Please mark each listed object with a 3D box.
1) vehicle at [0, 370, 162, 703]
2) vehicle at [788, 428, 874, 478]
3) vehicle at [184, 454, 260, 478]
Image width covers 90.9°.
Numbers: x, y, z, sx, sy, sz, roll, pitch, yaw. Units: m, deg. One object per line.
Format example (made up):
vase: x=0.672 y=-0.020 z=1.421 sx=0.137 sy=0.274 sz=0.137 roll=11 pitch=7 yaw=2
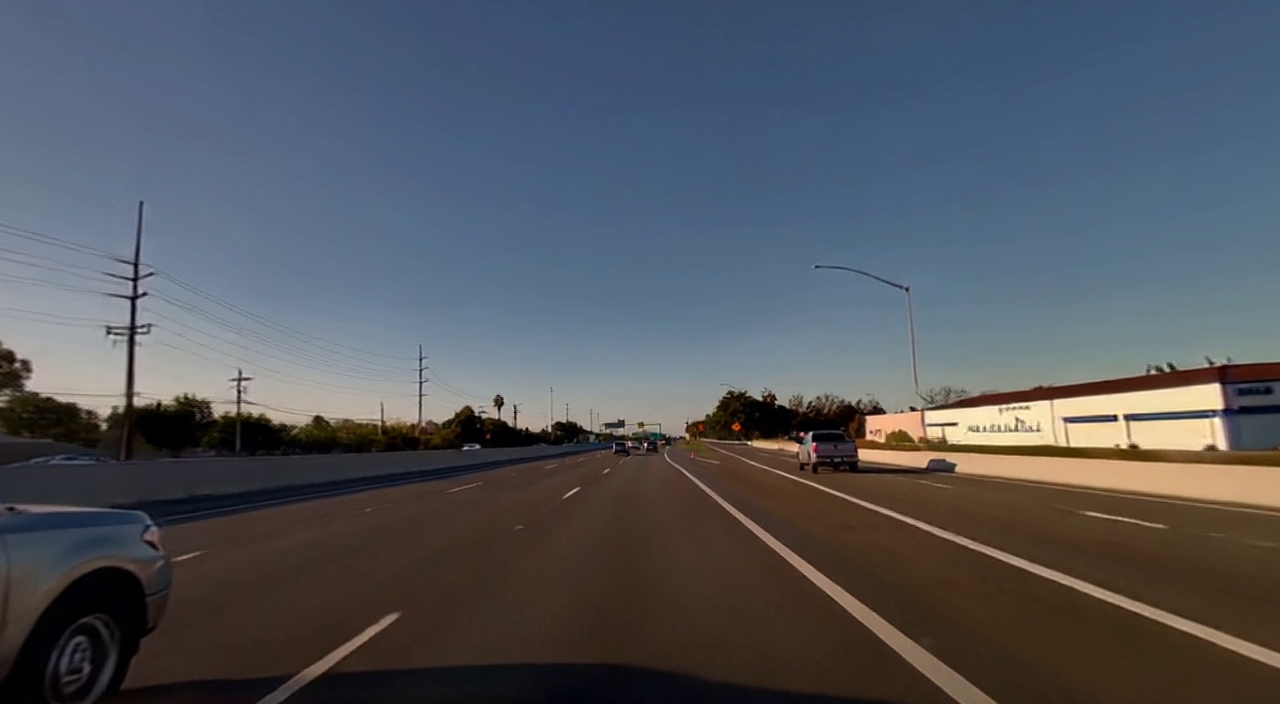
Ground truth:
vehicle: x=-3.615 y=0.685 z=1.145 sx=2.001 sy=1.619 sz=4.445 roll=0 pitch=-8 yaw=0
vehicle: x=7.679 y=4.118 z=26.017 sx=2.186 sy=1.840 sz=5.289 roll=-1 pitch=-8 yaw=4
vehicle: x=-28.409 y=7.722 z=43.046 sx=1.855 sy=1.469 sz=4.736 roll=0 pitch=-8 yaw=1
